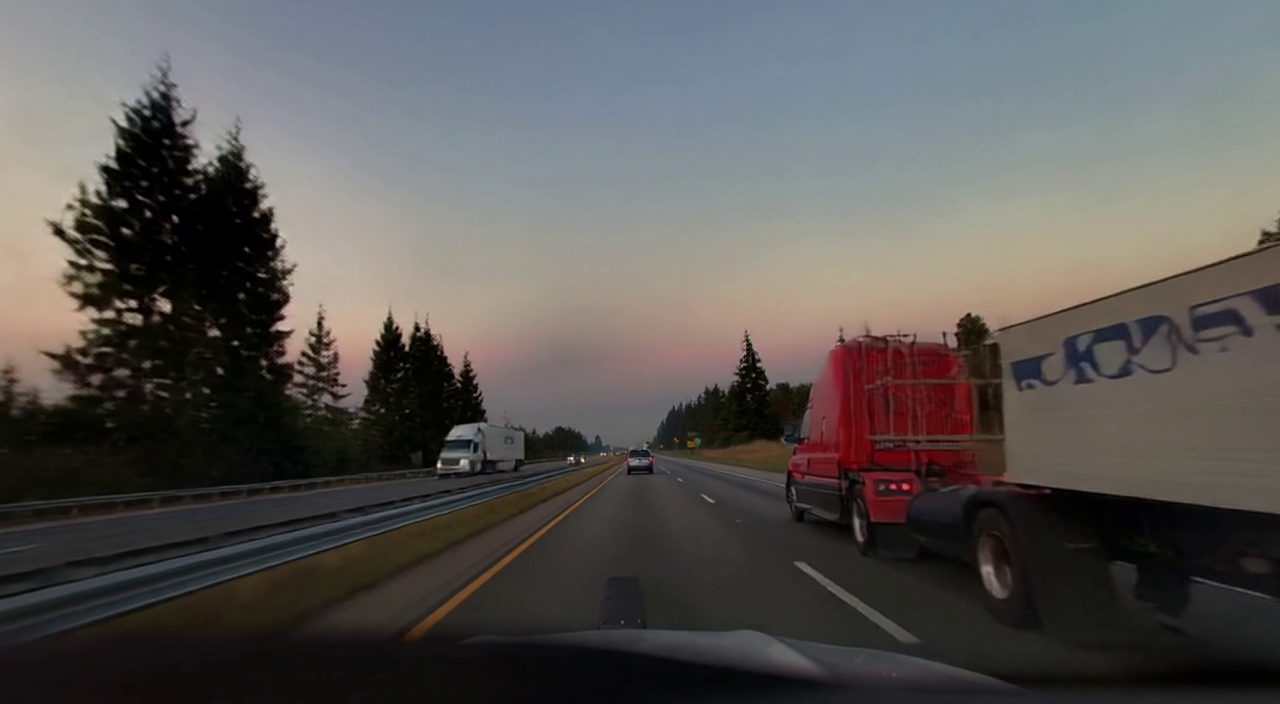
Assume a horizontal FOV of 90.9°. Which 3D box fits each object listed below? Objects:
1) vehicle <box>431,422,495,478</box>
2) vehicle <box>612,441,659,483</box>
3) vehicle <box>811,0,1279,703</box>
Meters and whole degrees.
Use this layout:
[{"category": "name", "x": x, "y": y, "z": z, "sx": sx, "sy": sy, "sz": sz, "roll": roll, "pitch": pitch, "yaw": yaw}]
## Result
[{"category": "vehicle", "x": -13.333, "y": 7.461, "z": 47.996, "sx": 3.008, "sy": 3.963, "sz": 5.909, "roll": 0, "pitch": -9, "yaw": 1}, {"category": "vehicle", "x": -0.221, "y": 5.270, "z": 30.450, "sx": 2.105, "sy": 1.865, "sz": 4.102, "roll": 0, "pitch": -9, "yaw": 0}, {"category": "vehicle", "x": 4.326, "y": -0.075, "z": 3.723, "sx": 3.030, "sy": 3.985, "sz": 12.707, "roll": 0, "pitch": -9, "yaw": 0}]
